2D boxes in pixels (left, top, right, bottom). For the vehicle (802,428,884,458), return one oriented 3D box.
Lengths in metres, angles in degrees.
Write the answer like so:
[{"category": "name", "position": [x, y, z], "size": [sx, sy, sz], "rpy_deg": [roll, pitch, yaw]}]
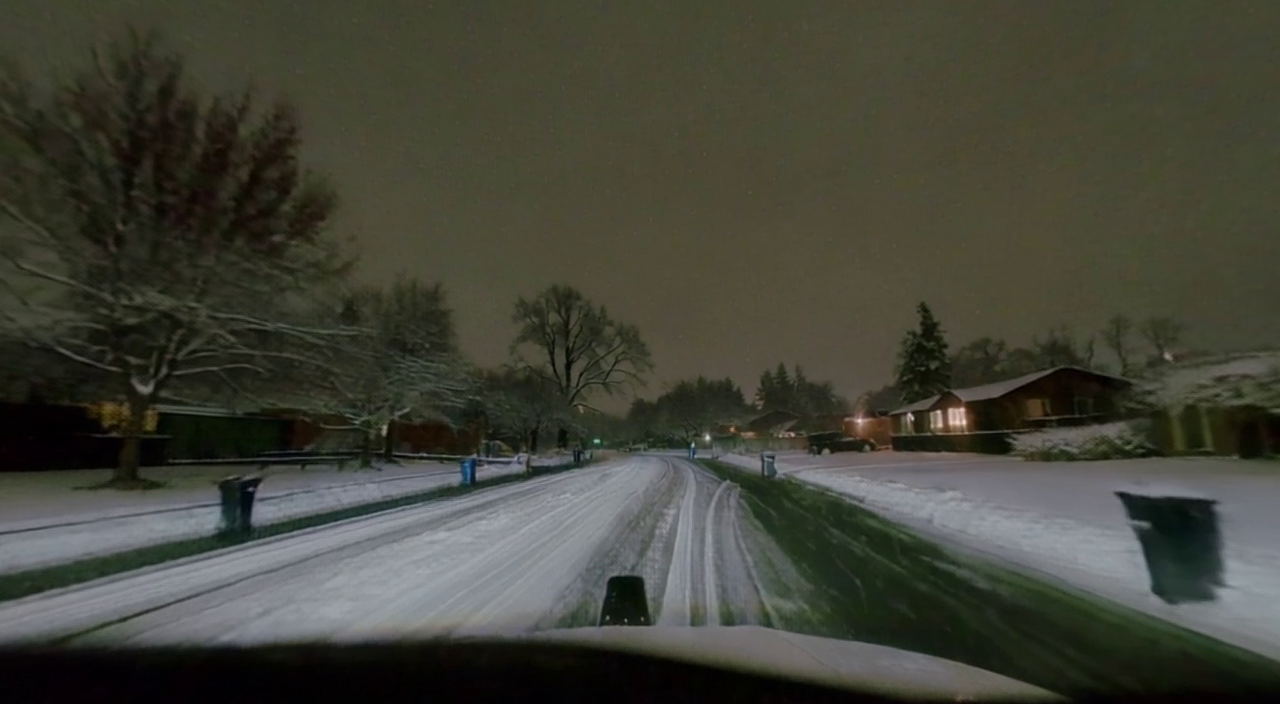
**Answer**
[{"category": "vehicle", "position": [13.076, 5.906, 40.739], "size": [4.581, 1.853, 2.024], "rpy_deg": [1, -8, -7]}]
